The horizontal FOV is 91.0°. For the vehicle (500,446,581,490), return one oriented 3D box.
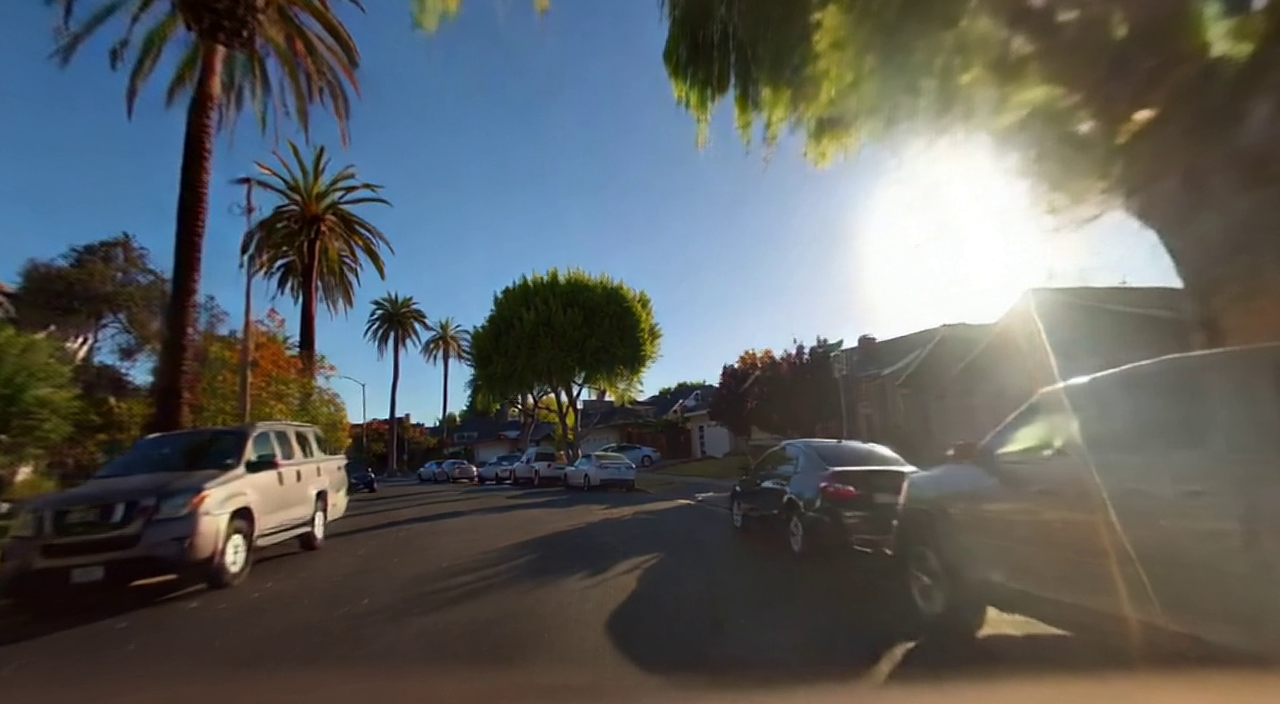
[{"bbox_3d":[-4.516,5.075,27.939,1.918,1.753,4.655,5,-10,-31],"label":"vehicle"}]

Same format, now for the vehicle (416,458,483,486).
[{"bbox_3d":[-11.783,7.331,38.675,2.006,1.484,4.768,8,-11,-42],"label":"vehicle"}]

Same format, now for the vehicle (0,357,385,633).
[{"bbox_3d":[-5.614,1.782,8.895,2.337,2.289,6.092,-6,-8,-11],"label":"vehicle"}]

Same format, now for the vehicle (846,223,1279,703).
[{"bbox_3d":[2.925,0.762,2.804,2.139,1.997,4.864,0,-8,-3],"label":"vehicle"}]

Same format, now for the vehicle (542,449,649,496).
[{"bbox_3d":[-1.784,4.336,23.188,2.108,1.503,4.977,4,-9,-27],"label":"vehicle"}]

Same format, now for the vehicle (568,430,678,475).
[{"bbox_3d":[-0.881,5.440,34.277,5.510,2.121,2.129,-1,-9,18],"label":"vehicle"}]
